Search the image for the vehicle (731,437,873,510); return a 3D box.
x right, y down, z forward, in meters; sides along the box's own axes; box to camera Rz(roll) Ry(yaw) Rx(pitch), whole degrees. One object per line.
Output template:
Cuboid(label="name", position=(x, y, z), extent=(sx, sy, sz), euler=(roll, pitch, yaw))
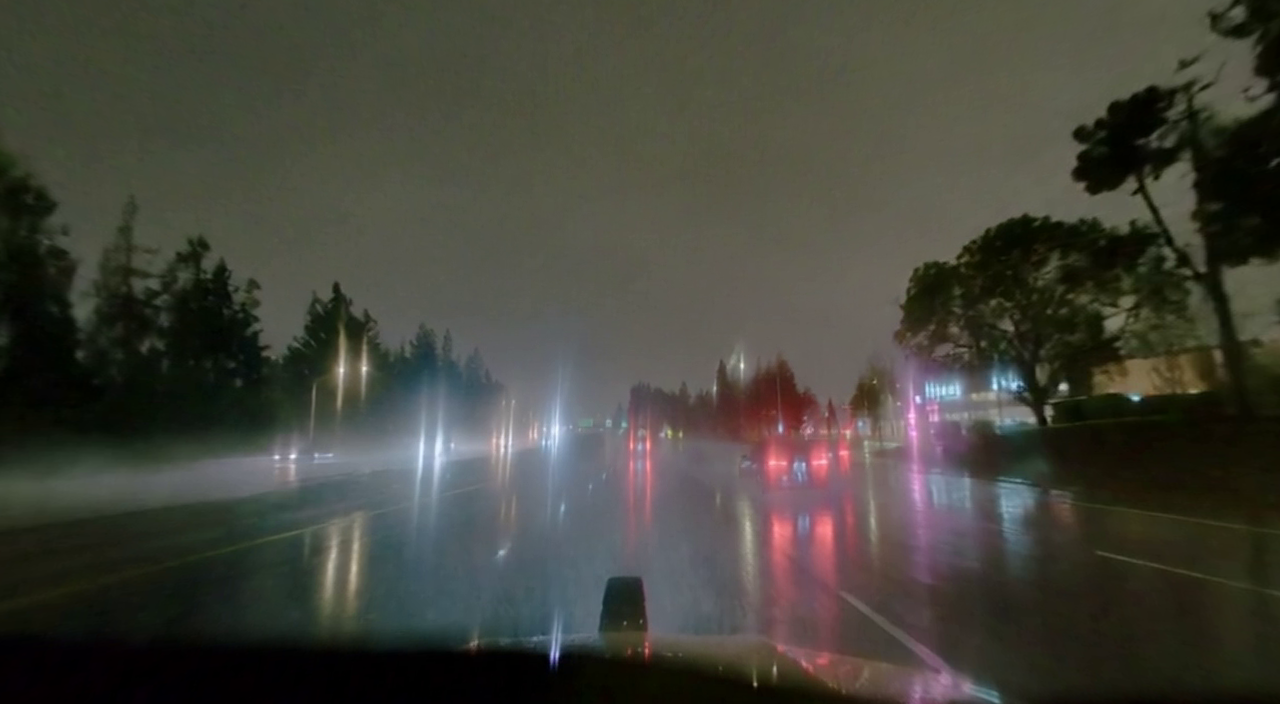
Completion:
Cuboid(label="vehicle", position=(3.562, 2.740, 14.793), extent=(2.069, 1.431, 4.313), euler=(0, -8, -2))
